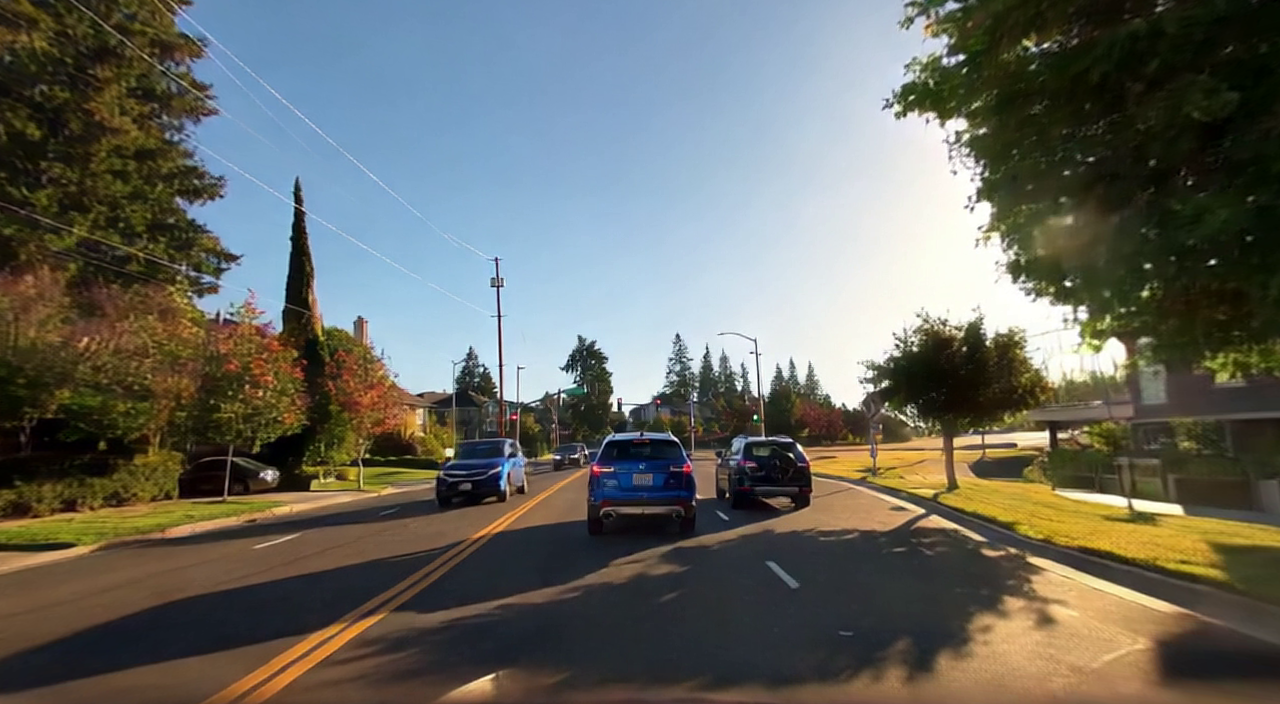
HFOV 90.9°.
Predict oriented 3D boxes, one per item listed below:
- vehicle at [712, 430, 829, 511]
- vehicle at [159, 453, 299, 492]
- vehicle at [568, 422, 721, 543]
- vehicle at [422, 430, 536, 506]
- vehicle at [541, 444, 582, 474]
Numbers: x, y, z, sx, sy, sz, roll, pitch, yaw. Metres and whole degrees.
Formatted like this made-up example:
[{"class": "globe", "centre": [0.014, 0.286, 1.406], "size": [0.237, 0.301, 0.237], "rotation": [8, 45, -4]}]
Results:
[{"class": "vehicle", "centre": [3.076, 2.905, 15.902], "size": [1.967, 1.756, 4.281], "rotation": [0, -9, -1]}, {"class": "vehicle", "centre": [-16.179, 4.749, 24.962], "size": [4.245, 1.446, 1.827], "rotation": [0, -9, 0]}, {"class": "vehicle", "centre": [0.039, 2.160, 11.043], "size": [2.151, 1.695, 4.100], "rotation": [0, -9, -1]}, {"class": "vehicle", "centre": [-4.671, 3.457, 19.333], "size": [2.138, 1.938, 5.584], "rotation": [0, -9, -1]}, {"class": "vehicle", "centre": [-4.888, 6.699, 39.714], "size": [2.063, 1.727, 3.923], "rotation": [0, -9, 0]}]
